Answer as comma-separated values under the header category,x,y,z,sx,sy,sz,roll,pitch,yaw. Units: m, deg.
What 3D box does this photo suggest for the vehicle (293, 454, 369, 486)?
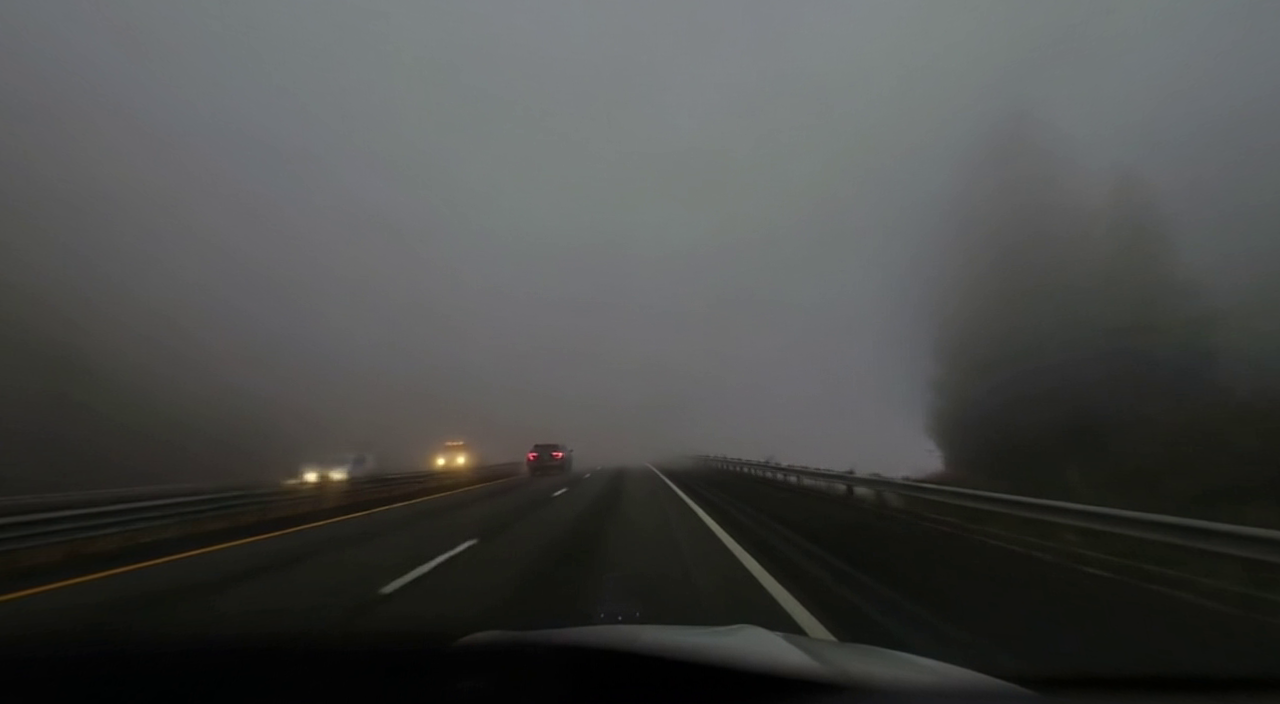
category,x,y,z,sx,sy,sz,roll,pitch,yaw
vehicle,-16.199,6.189,33.223,1.814,1.567,4.236,0,-9,0

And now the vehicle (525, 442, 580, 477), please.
category,x,y,z,sx,sy,sz,roll,pitch,yaw
vehicle,-4.479,5.571,32.748,2.139,1.577,4.546,-3,-9,0
